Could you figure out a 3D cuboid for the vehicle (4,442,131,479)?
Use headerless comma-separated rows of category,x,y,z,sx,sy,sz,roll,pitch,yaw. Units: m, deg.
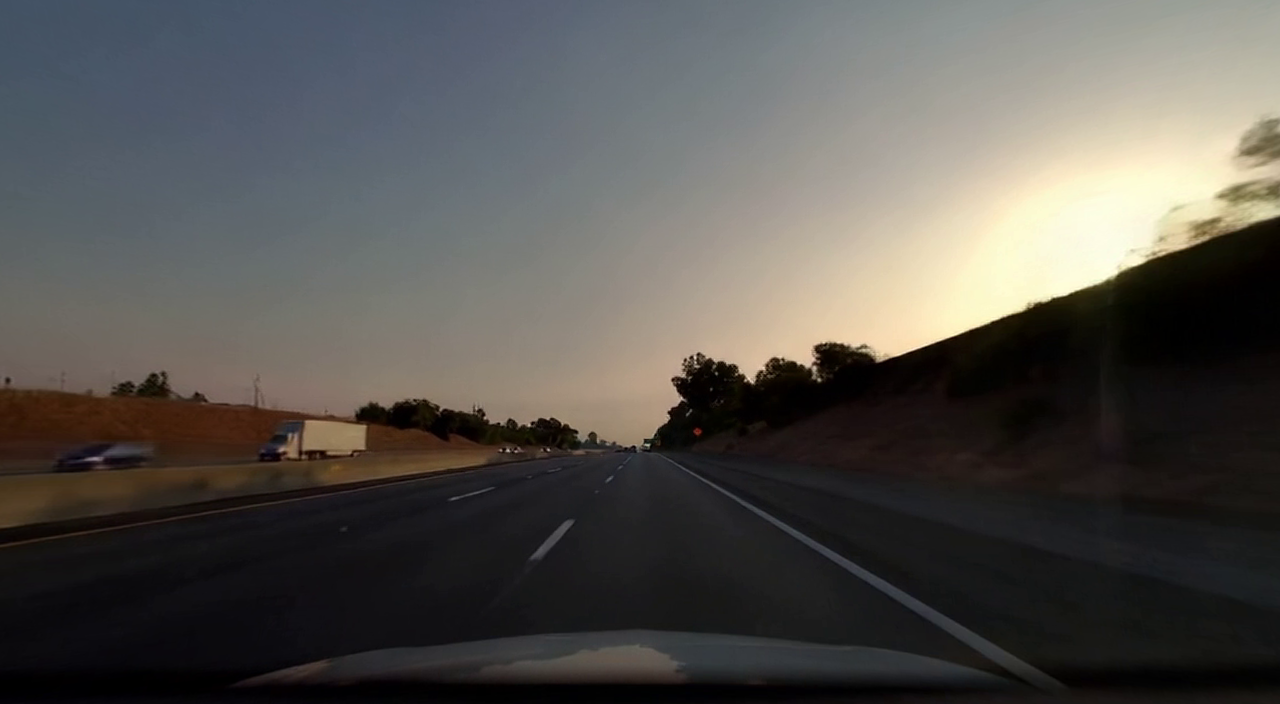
vehicle,-28.071,5.312,31.126,2.006,1.696,4.513,0,-9,0
